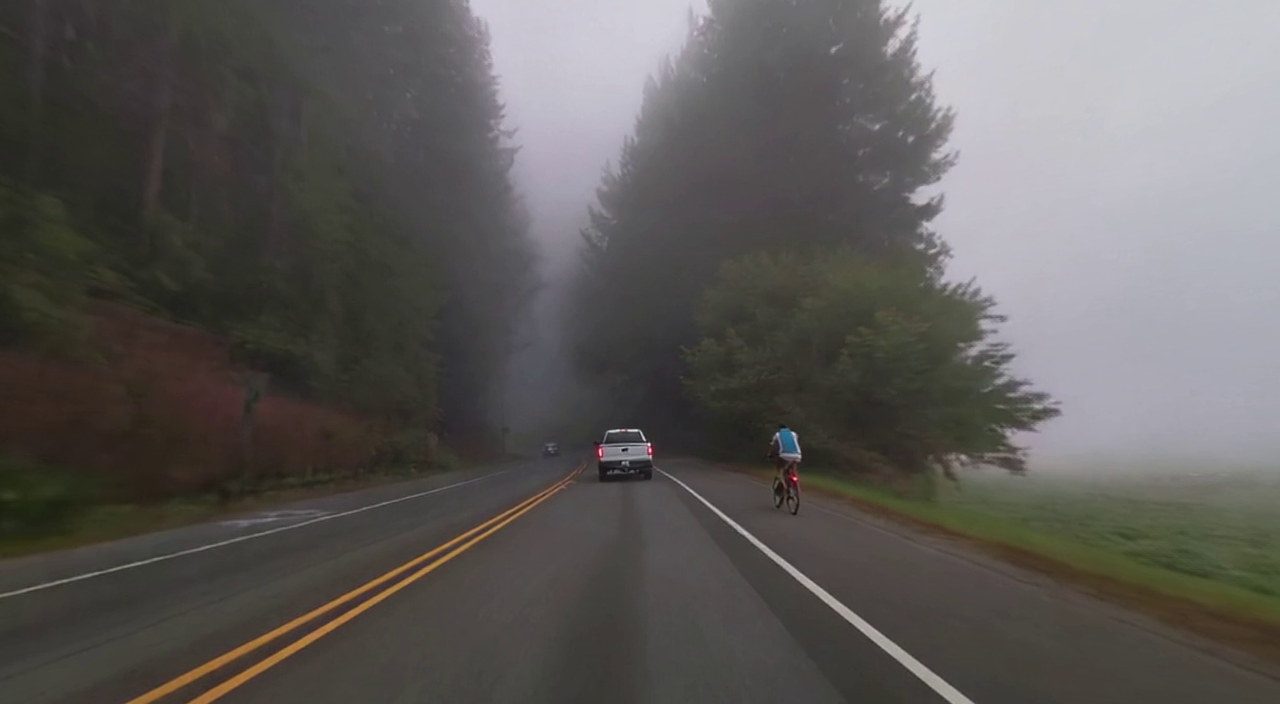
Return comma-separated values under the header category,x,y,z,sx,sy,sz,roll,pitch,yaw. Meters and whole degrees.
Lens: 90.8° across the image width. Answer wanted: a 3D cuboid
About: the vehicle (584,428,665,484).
category,x,y,z,sx,sy,sz,roll,pitch,yaw
vehicle,-0.647,3.798,23.332,2.631,1.798,5.331,0,-8,-3
